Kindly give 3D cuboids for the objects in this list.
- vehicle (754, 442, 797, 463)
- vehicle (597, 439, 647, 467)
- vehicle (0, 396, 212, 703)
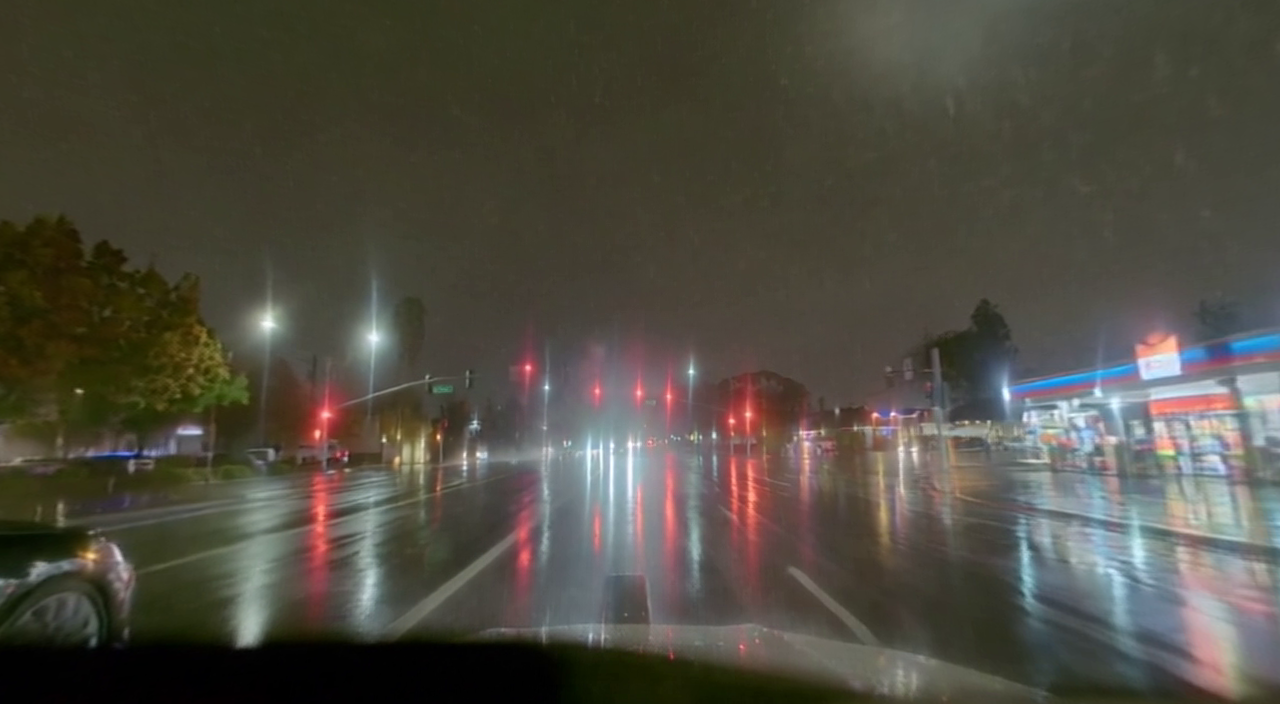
[{"bbox_3d":[10.426,7.682,48.361,1.810,1.463,4.245,-6,-10,32],"label":"vehicle"},{"bbox_3d":[-0.945,5.737,35.959,2.082,1.460,4.442,-2,-8,9],"label":"vehicle"},{"bbox_3d":[-3.483,0.761,1.365,2.018,1.470,4.346,0,-8,0],"label":"vehicle"}]
